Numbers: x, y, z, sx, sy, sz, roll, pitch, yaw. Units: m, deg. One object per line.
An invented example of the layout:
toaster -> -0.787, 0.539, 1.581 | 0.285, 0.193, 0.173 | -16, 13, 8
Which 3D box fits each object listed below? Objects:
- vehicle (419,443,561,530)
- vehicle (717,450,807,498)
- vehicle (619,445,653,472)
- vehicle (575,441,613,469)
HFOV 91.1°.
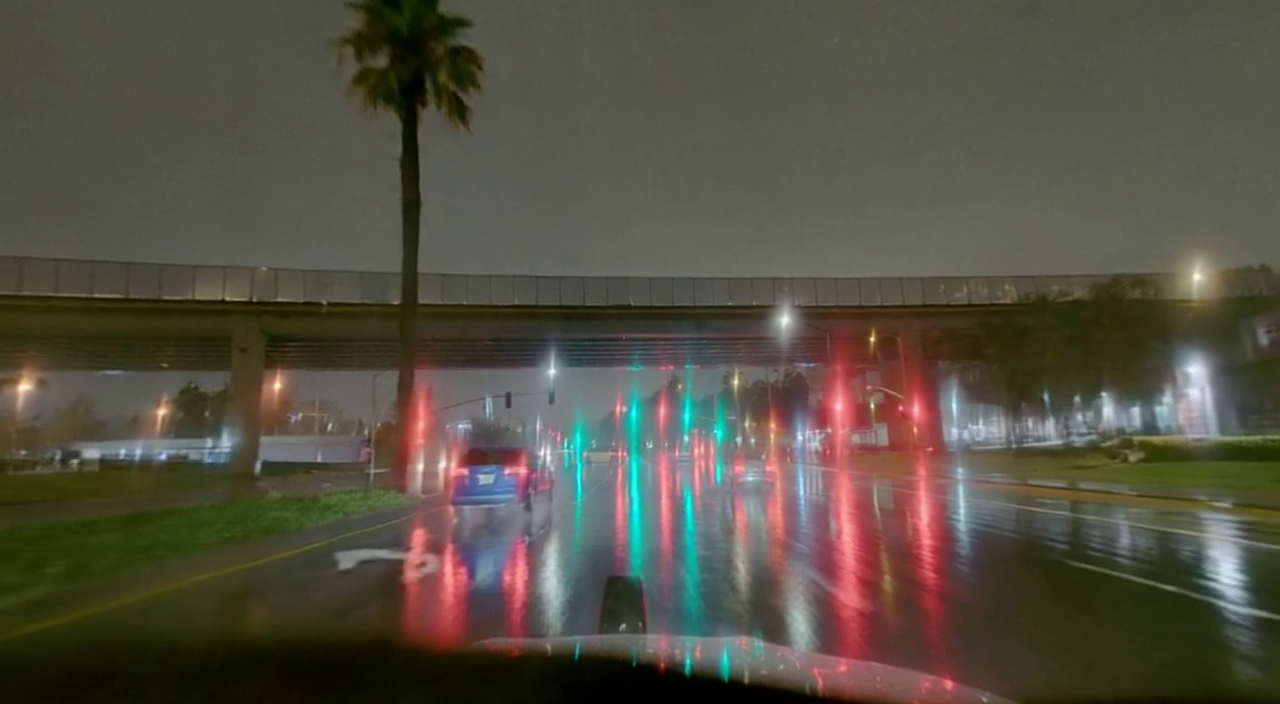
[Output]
vehicle -> -2.912, 2.677, 13.179 | 2.111, 1.506, 4.018 | 0, -8, -2
vehicle -> 3.973, 4.041, 21.216 | 2.156, 1.404, 4.120 | 0, -8, -1
vehicle -> -0.243, 7.098, 42.155 | 2.172, 1.694, 4.055 | 0, -8, 0
vehicle -> -3.475, 7.875, 48.284 | 2.485, 2.012, 5.498 | 0, -8, 0
